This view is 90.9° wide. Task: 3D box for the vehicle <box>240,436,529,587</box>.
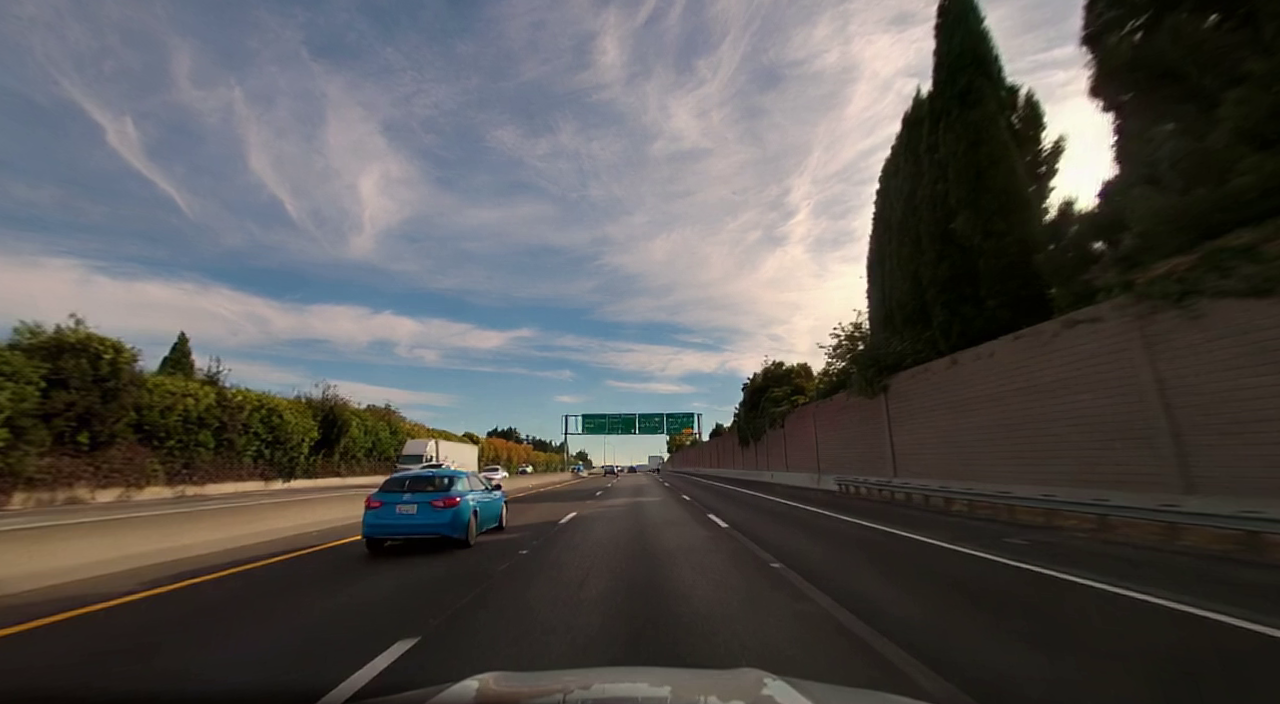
[{"bbox_3d":[-3.019,2.045,8.778,2.045,1.487,4.582,1,-10,0],"label":"vehicle"}]
